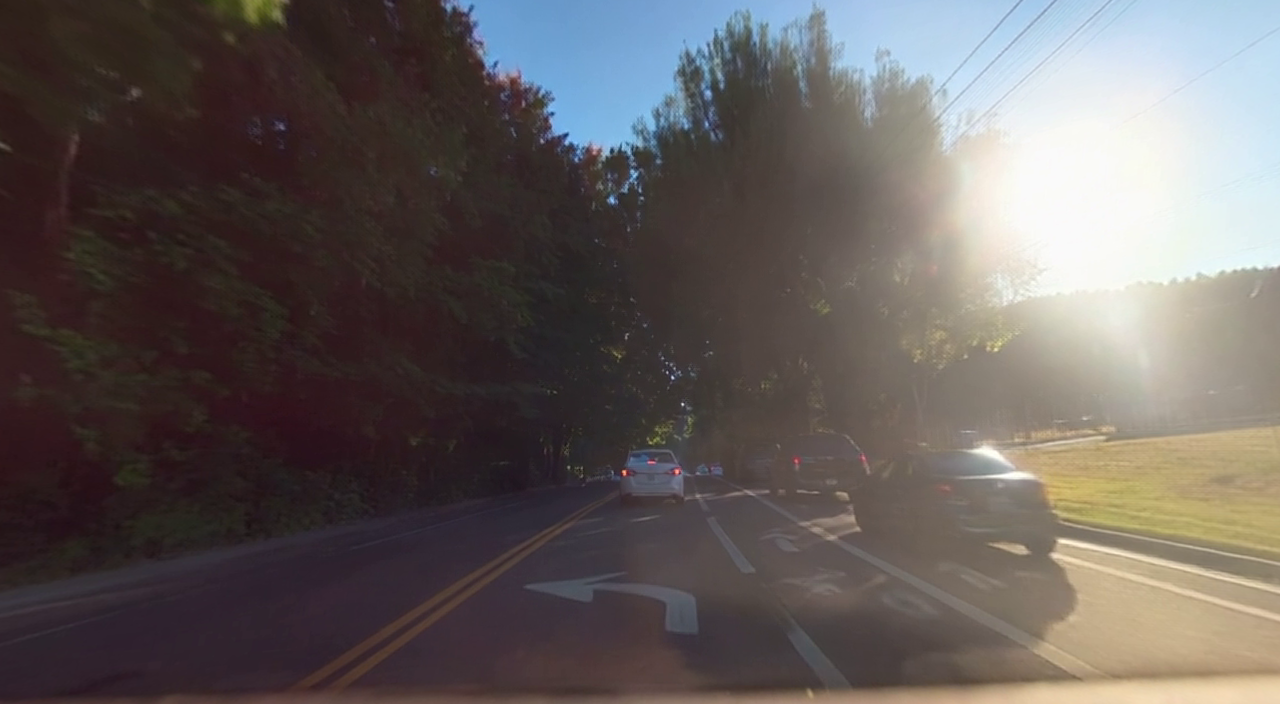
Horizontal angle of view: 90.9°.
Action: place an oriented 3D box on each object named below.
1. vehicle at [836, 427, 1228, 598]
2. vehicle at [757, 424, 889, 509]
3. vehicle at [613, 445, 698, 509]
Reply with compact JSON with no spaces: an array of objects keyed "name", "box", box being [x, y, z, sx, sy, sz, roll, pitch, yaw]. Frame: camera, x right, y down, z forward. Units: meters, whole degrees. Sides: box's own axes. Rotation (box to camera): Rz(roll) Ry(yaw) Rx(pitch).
[{"name":"vehicle","box":[4.168,1.757,7.965,1.992,1.469,4.823,0,-8,2]},{"name":"vehicle","box":[4.405,2.834,16.075,2.066,1.804,4.751,0,-8,2]},{"name":"vehicle","box":[0.440,3.349,17.442,2.078,1.521,4.058,0,-8,2]}]
